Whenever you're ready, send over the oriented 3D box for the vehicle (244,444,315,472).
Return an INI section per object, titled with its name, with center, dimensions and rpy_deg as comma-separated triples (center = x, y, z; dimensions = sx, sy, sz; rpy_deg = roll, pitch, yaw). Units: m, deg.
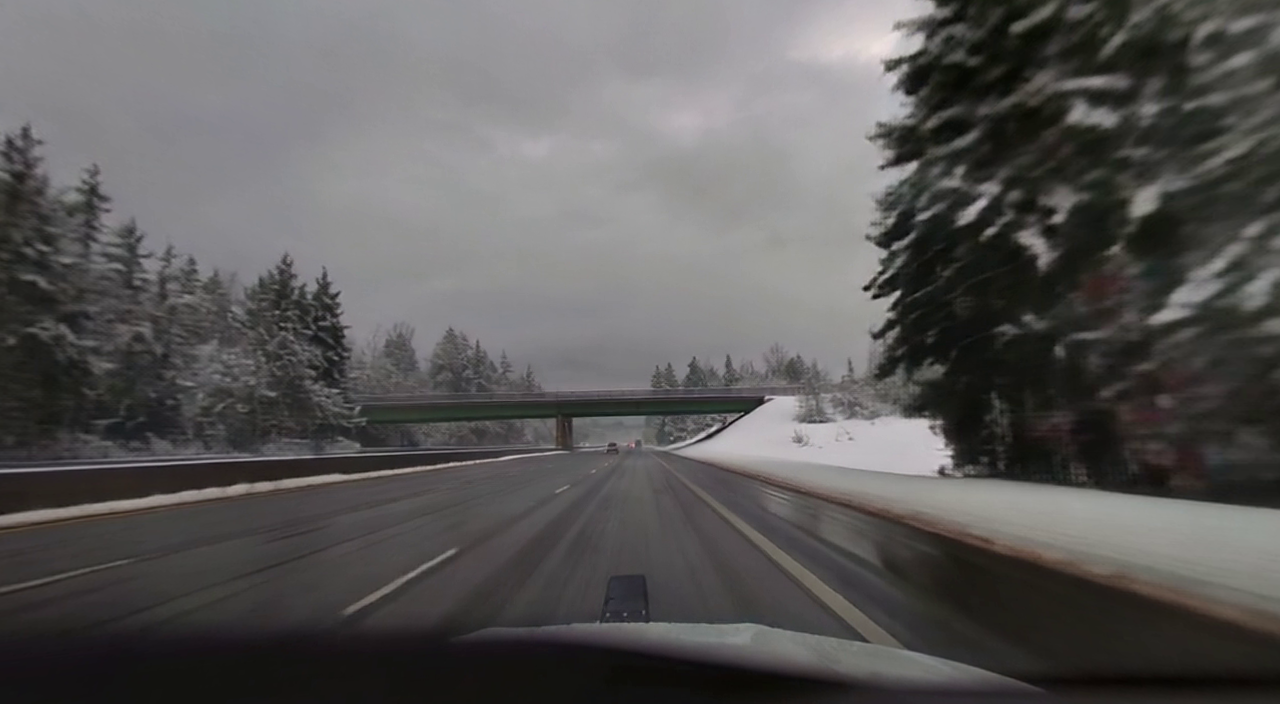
[vehicle]
center = -21.733, 6.374, 38.020
dimensions = 1.796, 1.516, 4.315
rpy_deg = 0, -8, -1
